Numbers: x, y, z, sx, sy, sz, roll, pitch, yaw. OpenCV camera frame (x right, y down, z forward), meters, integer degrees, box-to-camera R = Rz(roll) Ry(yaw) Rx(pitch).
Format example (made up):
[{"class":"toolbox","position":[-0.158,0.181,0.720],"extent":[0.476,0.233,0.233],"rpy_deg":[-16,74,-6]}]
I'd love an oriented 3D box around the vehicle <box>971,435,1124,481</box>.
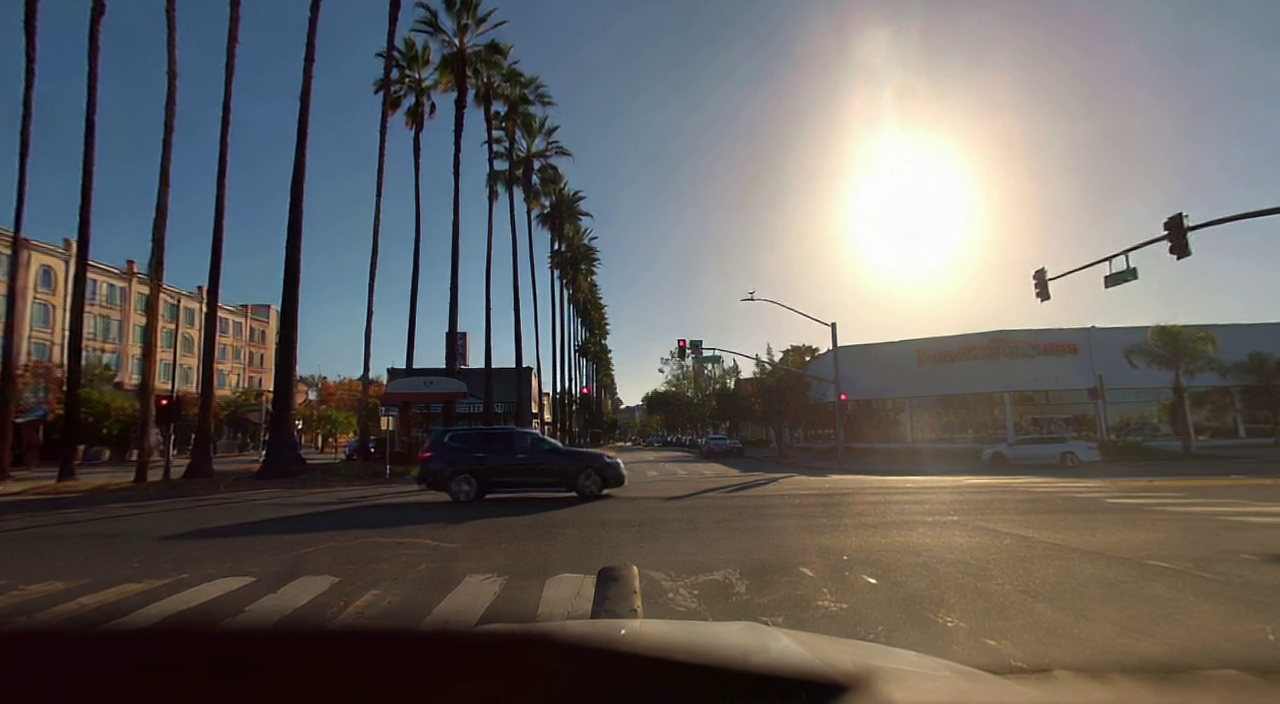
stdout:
[{"class":"vehicle","position":[16.361,4.268,25.600],"extent":[4.722,1.717,2.000],"rpy_deg":[-2,-9,16]}]

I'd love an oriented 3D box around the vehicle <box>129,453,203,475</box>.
[{"class":"vehicle","position":[-37.261,8.817,49.665],"extent":[2.160,1.565,4.868],"rpy_deg":[0,-9,-1]}]

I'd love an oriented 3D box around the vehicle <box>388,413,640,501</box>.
[{"class":"vehicle","position":[-2.885,2.557,15.485],"extent":[5.619,1.951,2.321],"rpy_deg":[1,-8,-4]}]

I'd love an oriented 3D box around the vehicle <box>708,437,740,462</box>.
[{"class":"vehicle","position":[5.986,7.027,45.355],"extent":[1.999,1.653,4.603],"rpy_deg":[-1,-8,5]}]
